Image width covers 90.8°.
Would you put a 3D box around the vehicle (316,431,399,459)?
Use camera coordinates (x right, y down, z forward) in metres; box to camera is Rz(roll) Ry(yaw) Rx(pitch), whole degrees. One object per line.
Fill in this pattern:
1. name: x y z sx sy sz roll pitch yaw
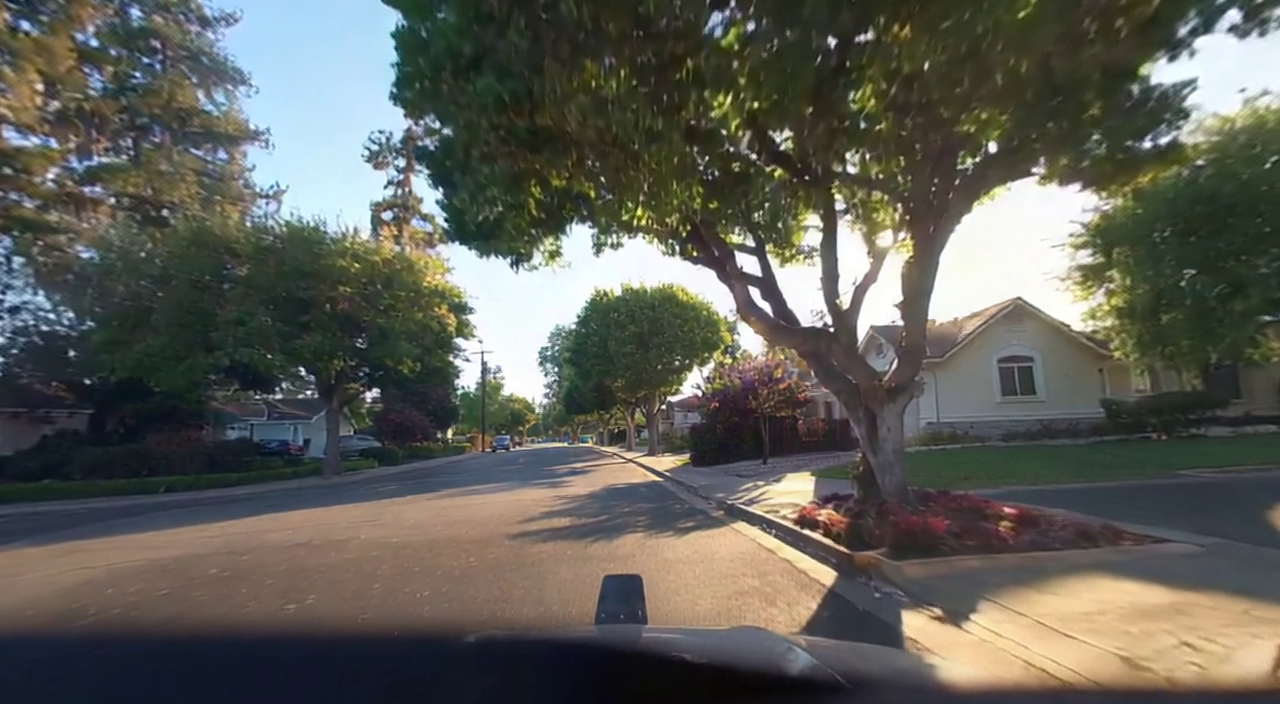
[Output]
1. vehicle: -18.474 6.088 41.491 4.559 1.745 1.918 1 -8 -8

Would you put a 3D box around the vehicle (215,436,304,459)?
1. vehicle: -24.776 6.235 41.224 4.531 1.470 1.855 1 -8 -4
